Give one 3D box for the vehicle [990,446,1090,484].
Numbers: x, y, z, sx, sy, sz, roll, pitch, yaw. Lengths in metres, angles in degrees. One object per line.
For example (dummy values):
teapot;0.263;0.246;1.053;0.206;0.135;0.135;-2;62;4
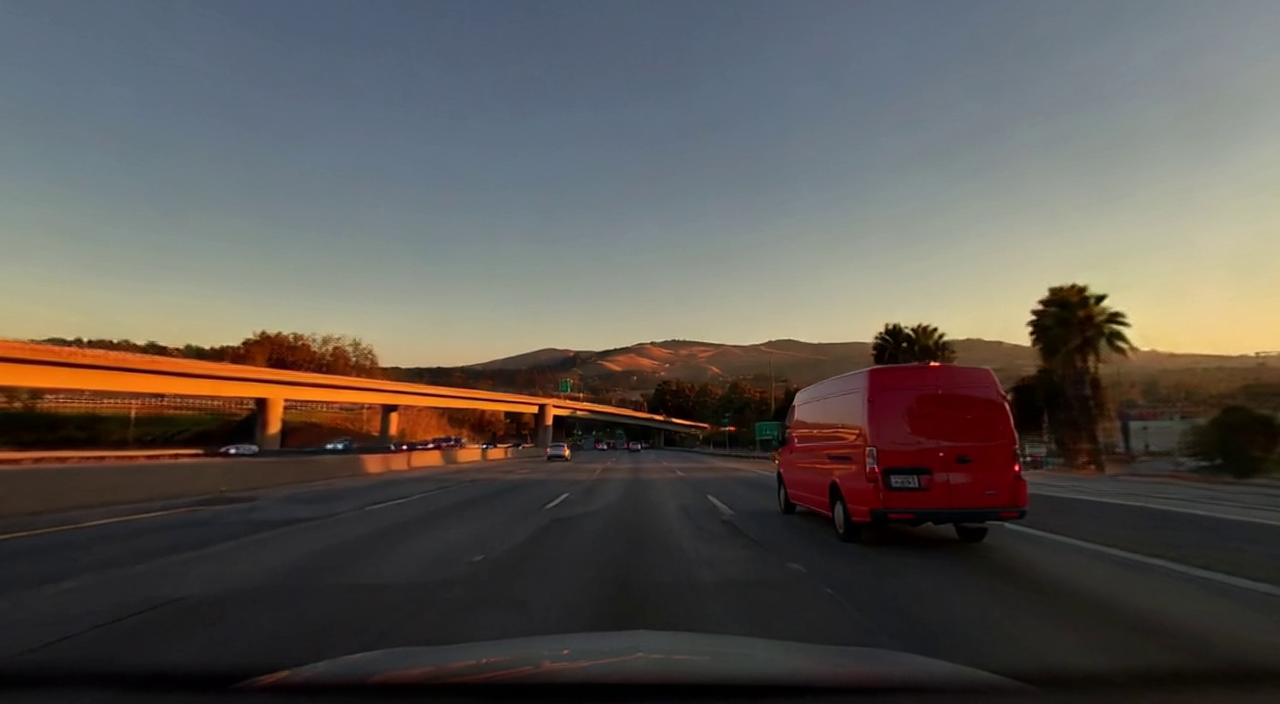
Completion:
vehicle;20.266;5.709;32.089;2.294;1.737;4.708;-1;-8;5
